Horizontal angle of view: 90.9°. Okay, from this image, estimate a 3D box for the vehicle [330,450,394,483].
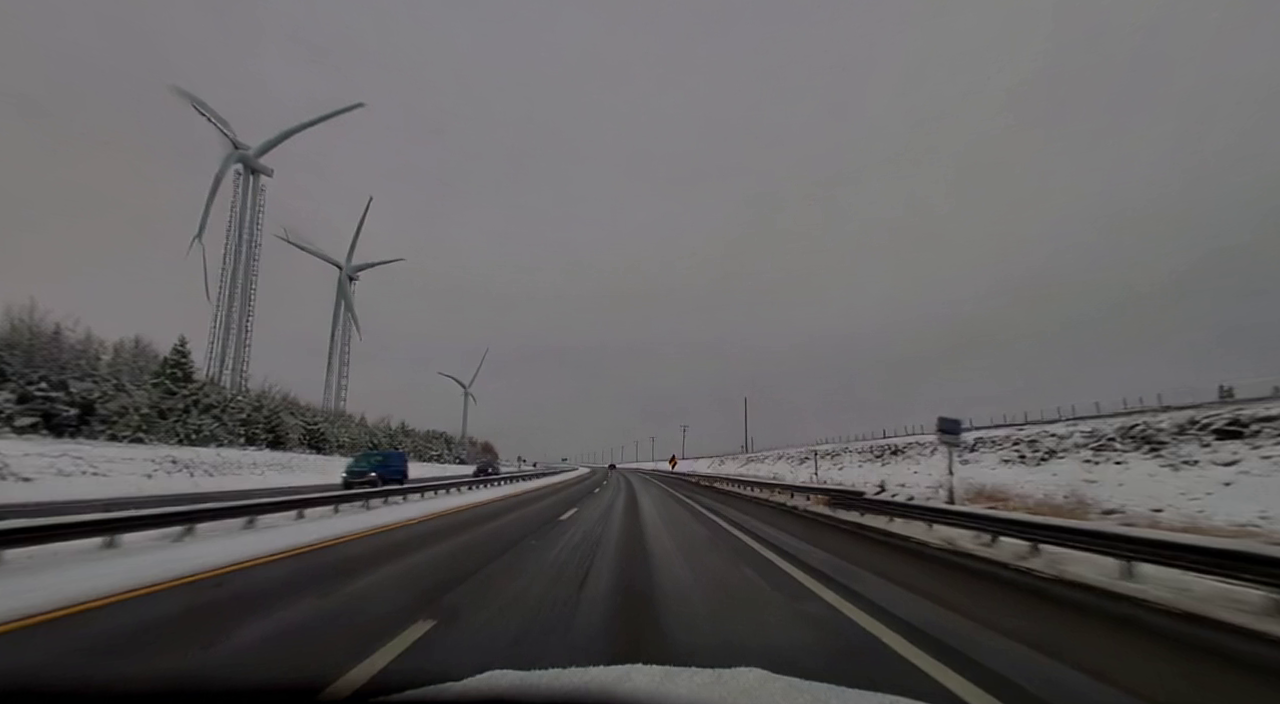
[{"bbox_3d":[-17.481,7.260,39.936,1.954,1.878,4.658,1,-10,-1],"label":"vehicle"}]
